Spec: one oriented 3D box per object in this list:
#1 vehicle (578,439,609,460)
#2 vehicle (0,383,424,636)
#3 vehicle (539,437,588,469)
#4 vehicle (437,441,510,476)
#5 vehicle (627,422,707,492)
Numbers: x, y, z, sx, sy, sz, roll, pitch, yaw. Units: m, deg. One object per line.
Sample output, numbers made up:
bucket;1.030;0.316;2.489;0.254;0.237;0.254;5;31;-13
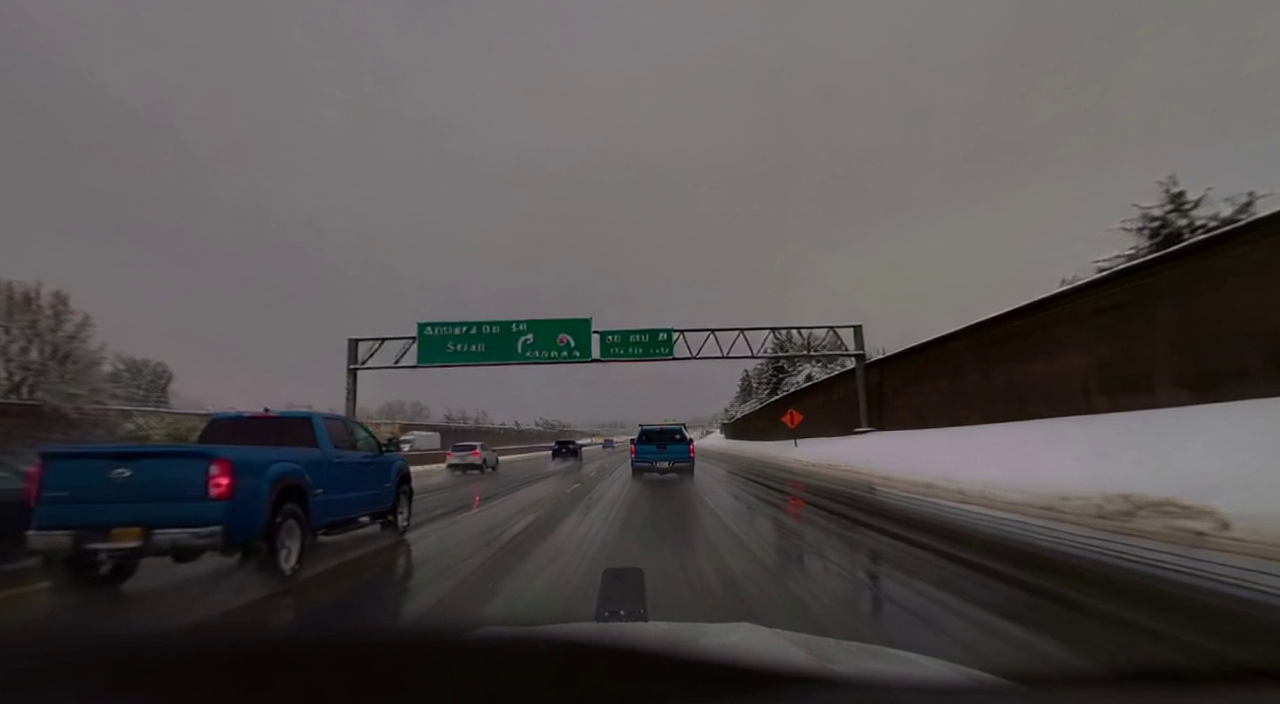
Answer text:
vehicle;-3.602;7.709;49.946;2.061;1.584;4.290;0;-8;1
vehicle;-4.357;1.503;7.148;1.954;1.792;5.187;0;-8;0
vehicle;-4.064;5.475;34.220;1.961;1.591;4.756;-1;-8;2
vehicle;-7.642;4.921;29.480;2.081;1.463;4.749;0;-8;1
vehicle;0.667;3.090;18.792;2.083;1.792;4.782;0;-8;-1
